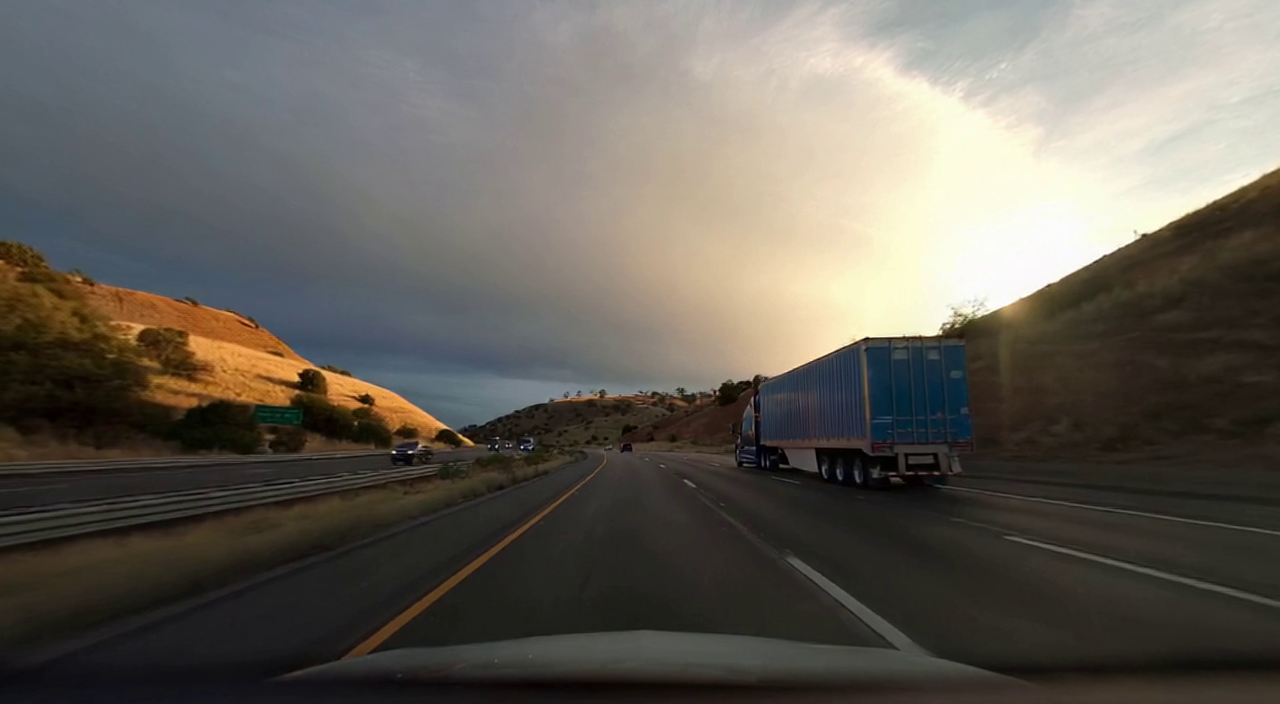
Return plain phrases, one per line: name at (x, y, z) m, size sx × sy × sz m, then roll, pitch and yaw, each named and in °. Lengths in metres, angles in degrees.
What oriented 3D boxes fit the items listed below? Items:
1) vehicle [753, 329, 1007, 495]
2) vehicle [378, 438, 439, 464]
vehicle at (7.482, 2.665, 24.065) m, size 2.923 × 4.182 × 16.345 m, roll 0°, pitch -8°, yaw -1°
vehicle at (-14.692, 6.324, 40.374) m, size 2.060 × 1.518 × 5.101 m, roll 0°, pitch -8°, yaw -1°
